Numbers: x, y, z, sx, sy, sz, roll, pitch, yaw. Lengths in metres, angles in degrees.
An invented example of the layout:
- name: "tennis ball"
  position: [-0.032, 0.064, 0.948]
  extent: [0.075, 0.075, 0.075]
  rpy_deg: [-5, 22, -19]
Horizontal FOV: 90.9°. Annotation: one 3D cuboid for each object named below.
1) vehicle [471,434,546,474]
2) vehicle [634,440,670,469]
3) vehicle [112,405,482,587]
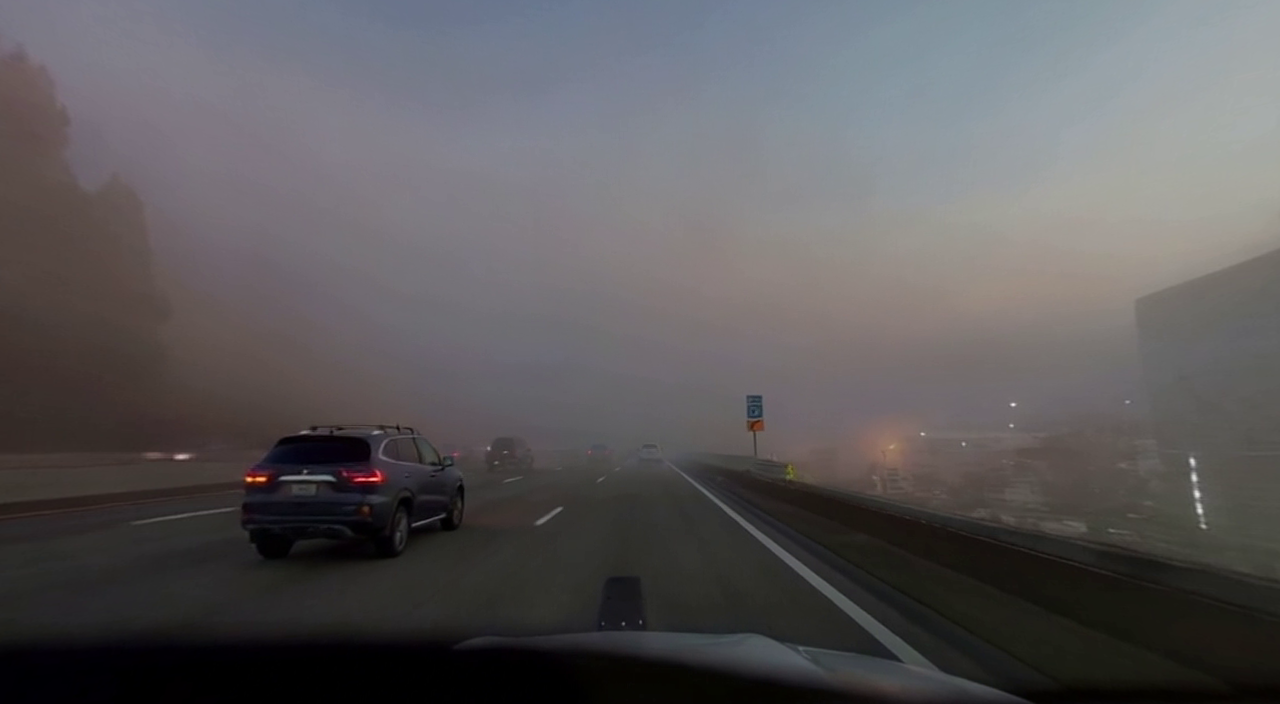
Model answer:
- name: "vehicle"
  position: [-6.766, 5.359, 33.323]
  extent: [2.521, 1.901, 5.988]
  rpy_deg: [0, -8, 2]
- name: "vehicle"
  position: [0.700, 6.347, 39.247]
  extent: [2.135, 1.697, 4.757]
  rpy_deg: [0, -8, 0]
- name: "vehicle"
  position: [-3.884, 1.727, 8.497]
  extent: [2.136, 1.718, 4.873]
  rpy_deg: [0, -8, 2]
